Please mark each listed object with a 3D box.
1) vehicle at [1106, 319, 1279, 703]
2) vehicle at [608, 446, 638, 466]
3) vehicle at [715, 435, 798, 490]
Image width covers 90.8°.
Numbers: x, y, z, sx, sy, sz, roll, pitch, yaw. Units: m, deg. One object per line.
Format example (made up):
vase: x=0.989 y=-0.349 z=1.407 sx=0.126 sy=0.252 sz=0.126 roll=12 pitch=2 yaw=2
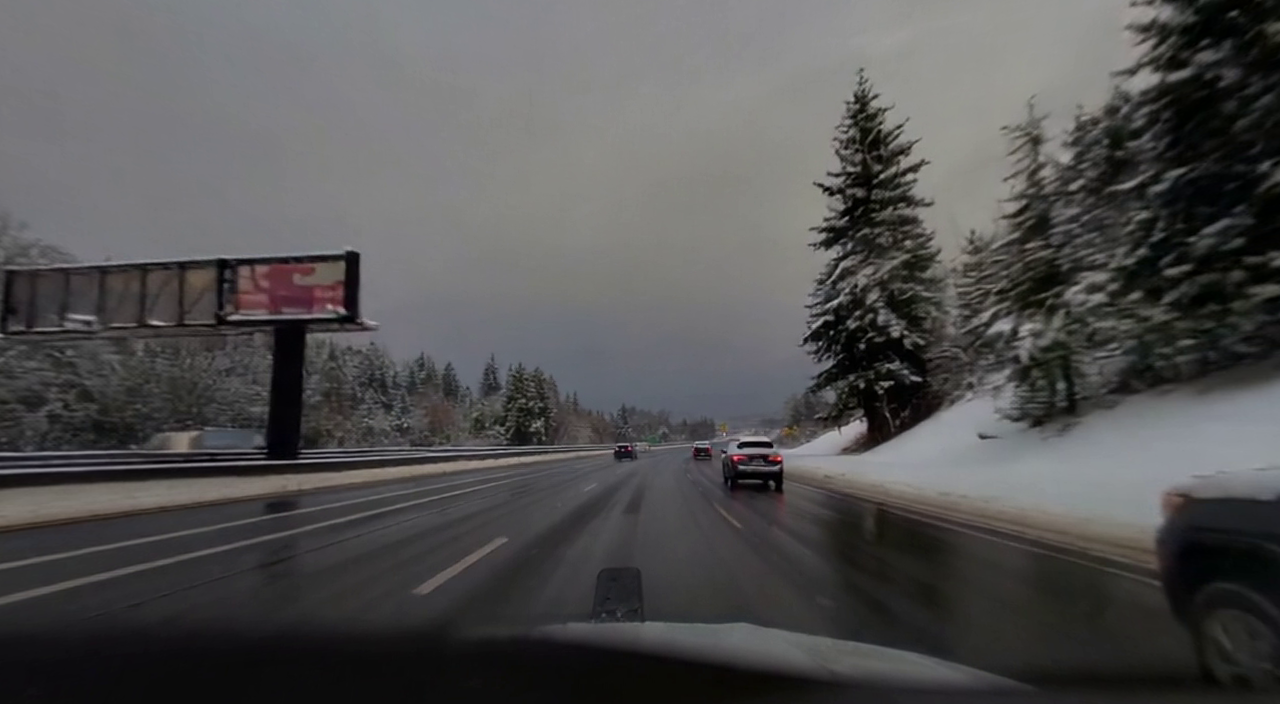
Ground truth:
vehicle: x=4.145 y=0.614 z=1.891 sx=2.165 sy=1.881 sz=4.274 roll=0 pitch=-9 yaw=0
vehicle: x=-1.237 y=8.002 z=48.557 sx=1.972 sy=1.444 sz=4.191 roll=-1 pitch=-9 yaw=3
vehicle: x=3.946 y=3.841 z=22.240 sx=2.075 sy=1.743 sz=4.410 roll=0 pitch=-9 yaw=0
